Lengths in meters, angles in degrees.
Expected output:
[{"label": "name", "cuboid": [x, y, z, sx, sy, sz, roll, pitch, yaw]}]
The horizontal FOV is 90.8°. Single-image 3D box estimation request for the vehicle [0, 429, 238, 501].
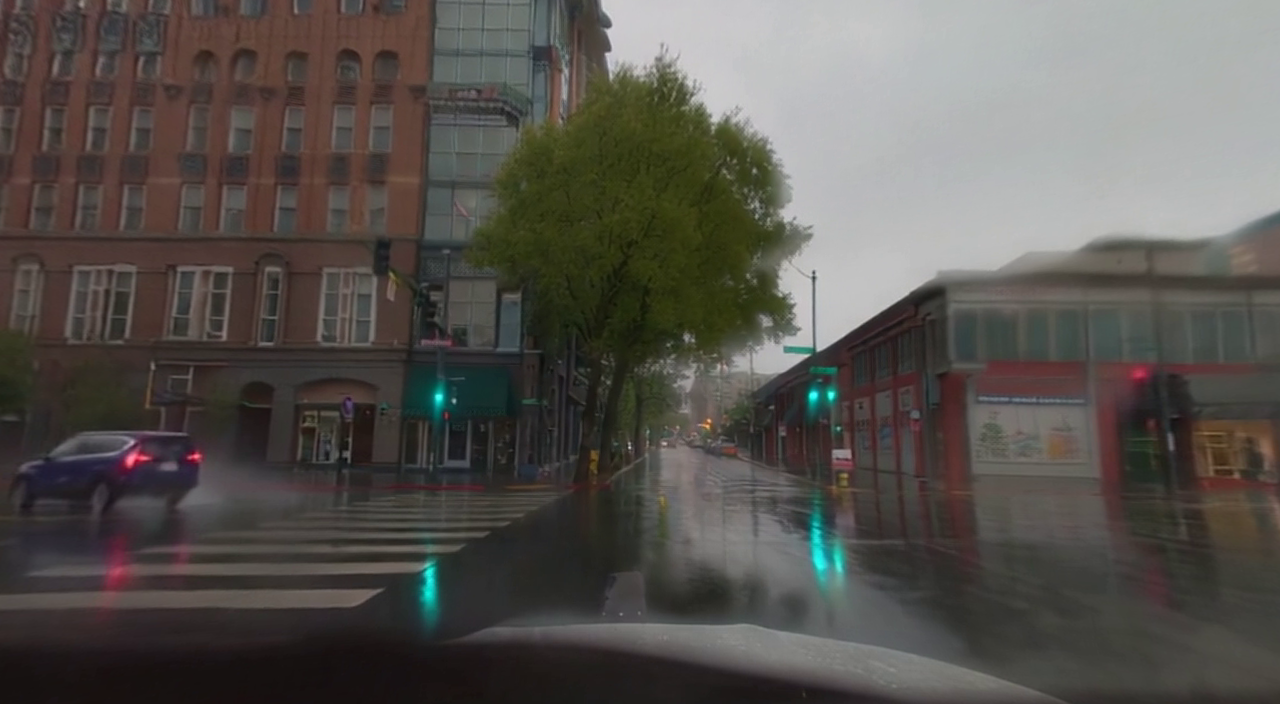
[{"label": "vehicle", "cuboid": [-12.142, 2.588, 14.663, 4.459, 1.482, 2.106, -2, -9, 12]}]
